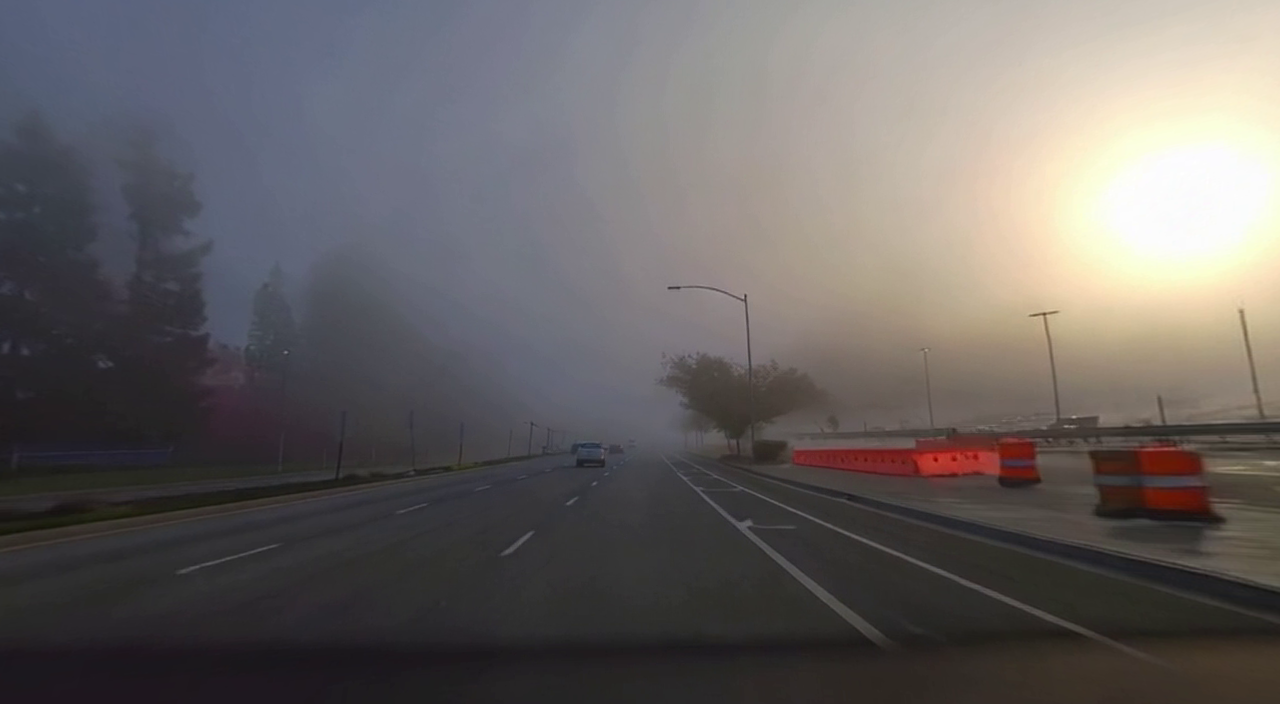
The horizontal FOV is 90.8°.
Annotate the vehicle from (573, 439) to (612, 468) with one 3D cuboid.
[{"bbox_3d":[-2.915,6.350,39.690,2.121,1.654,3.993,0,-8,0],"label":"vehicle"}]
